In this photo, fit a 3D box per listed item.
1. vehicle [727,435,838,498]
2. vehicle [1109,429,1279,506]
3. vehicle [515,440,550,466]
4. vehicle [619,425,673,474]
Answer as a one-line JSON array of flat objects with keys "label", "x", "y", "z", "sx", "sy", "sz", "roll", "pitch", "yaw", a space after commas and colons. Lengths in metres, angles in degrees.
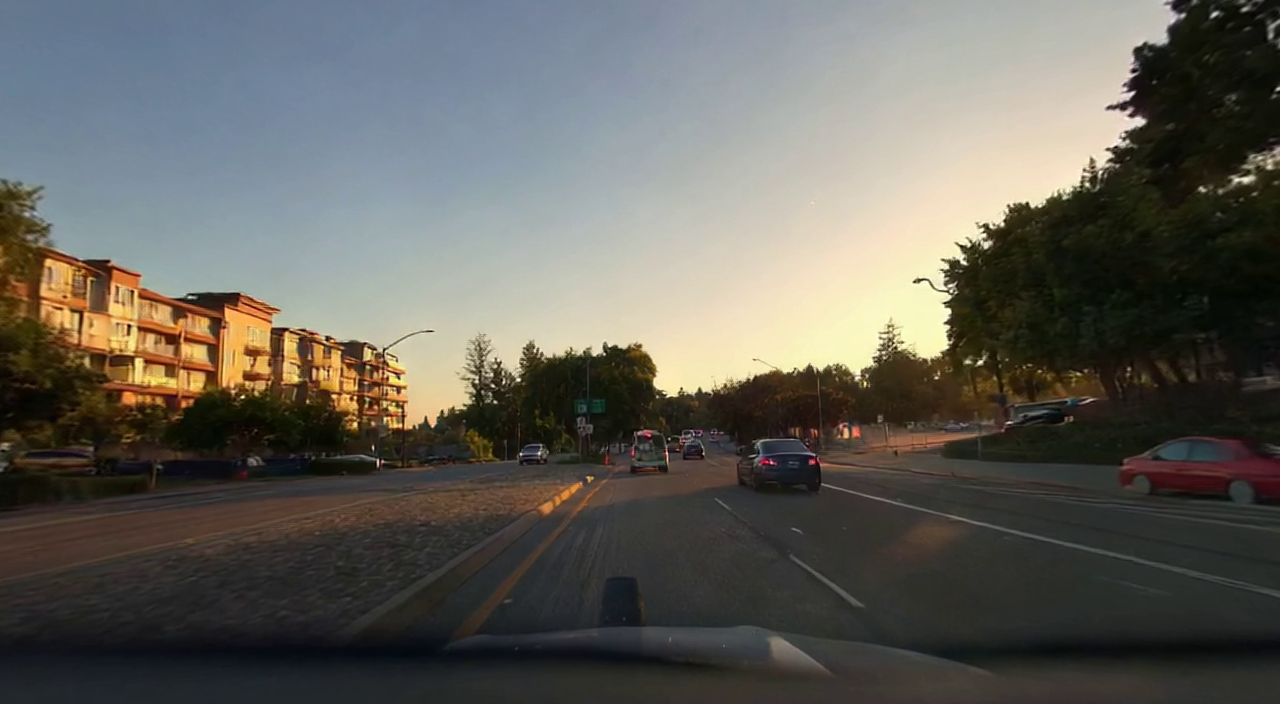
[{"label": "vehicle", "x": 3.723, "y": 3.080, "z": 17.379, "sx": 2.075, "sy": 1.486, "sz": 4.316, "roll": 0, "pitch": -8, "yaw": 0}, {"label": "vehicle", "x": 13.436, "y": 2.584, "z": 14.508, "sx": 1.851, "sy": 1.492, "sz": 4.277, "roll": 0, "pitch": -8, "yaw": -2}, {"label": "vehicle", "x": -8.386, "y": 7.920, "z": 49.574, "sx": 1.873, "sy": 1.894, "sz": 4.186, "roll": -1, "pitch": -8, "yaw": 2}, {"label": "vehicle", "x": 0.181, "y": 4.690, "z": 30.388, "sx": 2.396, "sy": 2.143, "sz": 4.824, "roll": 0, "pitch": -8, "yaw": -2}]
